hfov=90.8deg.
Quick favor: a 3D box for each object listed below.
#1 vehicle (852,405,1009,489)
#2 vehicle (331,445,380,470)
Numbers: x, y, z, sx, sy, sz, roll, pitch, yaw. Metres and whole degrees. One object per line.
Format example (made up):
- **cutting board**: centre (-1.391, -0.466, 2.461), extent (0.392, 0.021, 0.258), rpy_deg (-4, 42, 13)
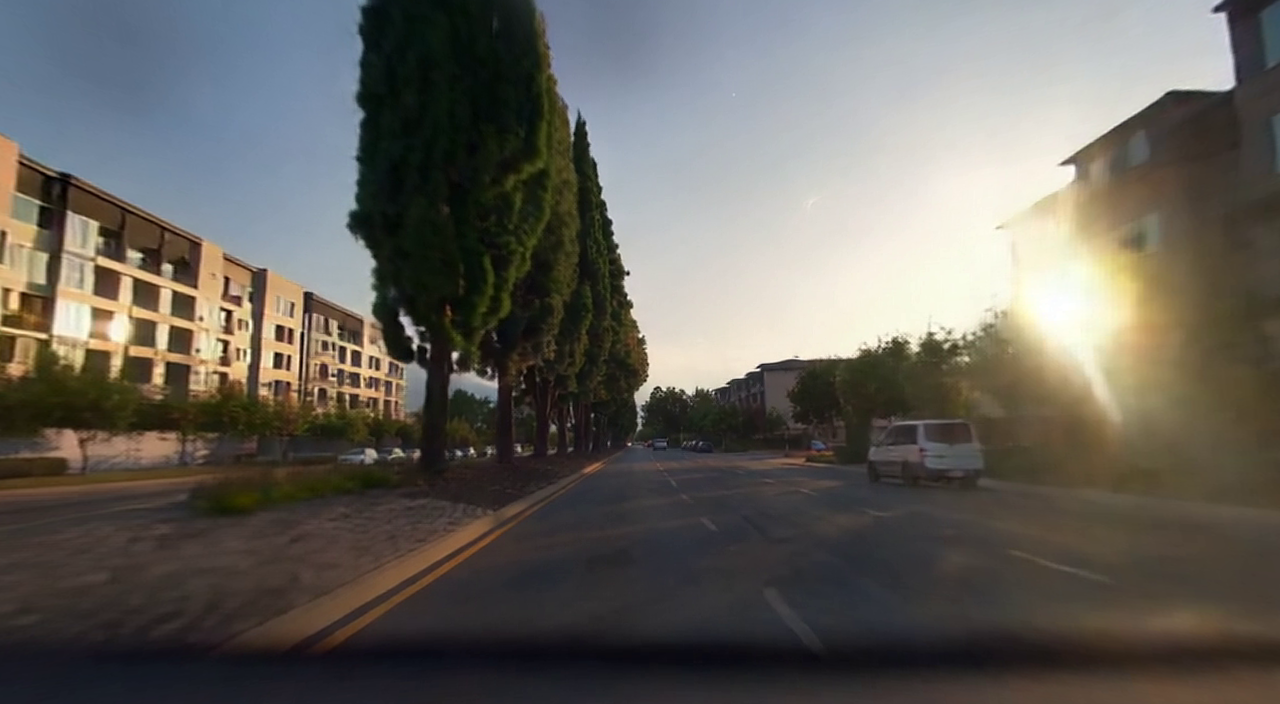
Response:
- **vehicle**: centre (9.872, 3.340, 22.251), extent (2.456, 2.534, 5.930), rpy_deg (0, -8, -2)
- **vehicle**: centre (-22.168, 8.245, 49.408), extent (1.863, 1.845, 4.073), rpy_deg (0, -8, 1)
